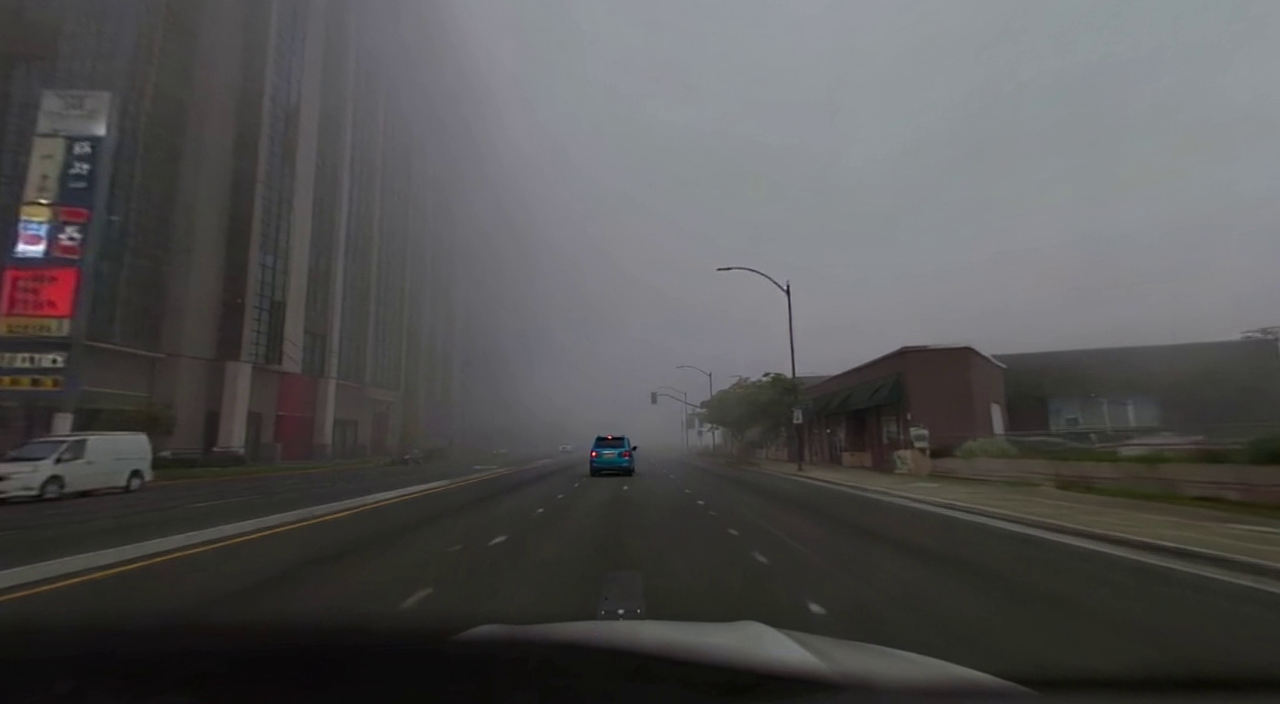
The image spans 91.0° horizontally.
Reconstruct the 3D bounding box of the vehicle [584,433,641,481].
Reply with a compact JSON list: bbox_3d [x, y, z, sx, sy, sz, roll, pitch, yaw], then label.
[{"bbox_3d":[-1.002,4.122,24.987,2.080,1.722,3.766,0,-8,0],"label":"vehicle"}]

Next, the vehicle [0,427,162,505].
[{"bbox_3d":[-17.953,3.494,19.761,2.112,2.138,4.888,0,-8,-2],"label":"vehicle"}]
